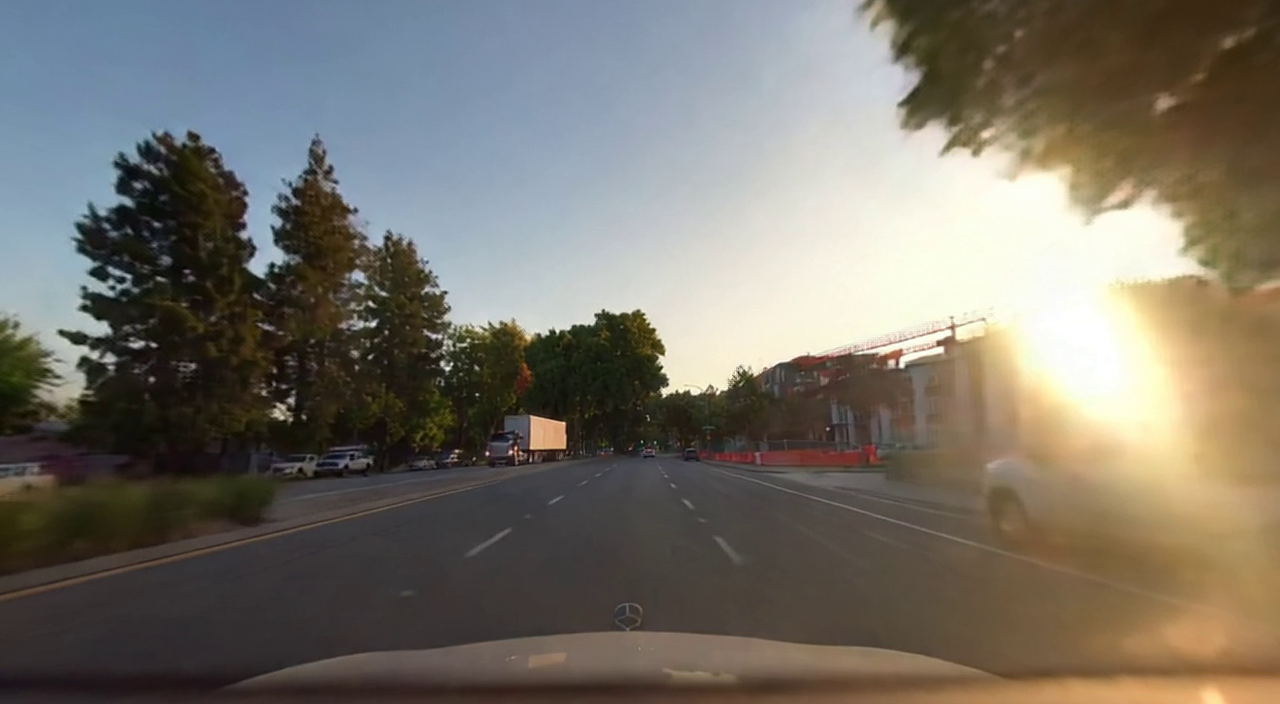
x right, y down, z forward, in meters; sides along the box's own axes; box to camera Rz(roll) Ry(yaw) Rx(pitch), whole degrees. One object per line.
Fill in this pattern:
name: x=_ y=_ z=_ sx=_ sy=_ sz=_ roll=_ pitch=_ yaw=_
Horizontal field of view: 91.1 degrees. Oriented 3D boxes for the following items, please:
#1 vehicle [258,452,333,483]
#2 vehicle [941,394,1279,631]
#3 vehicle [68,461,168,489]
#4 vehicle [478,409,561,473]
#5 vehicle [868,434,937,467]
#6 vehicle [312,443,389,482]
vehicle: x=-21.548 y=7.213 z=39.537 sx=2.168 sy=1.800 sz=4.603 roll=1 pitch=-9 yaw=-1
vehicle: x=6.452 y=1.668 z=7.489 sx=2.513 sy=1.890 sz=6.666 roll=0 pitch=-9 yaw=1
vehicle: x=-33.730 y=7.918 z=40.705 sx=1.848 sy=1.484 sz=4.574 roll=2 pitch=-8 yaw=16
vehicle: x=-7.336 y=5.682 z=39.826 sx=3.032 sy=3.524 sz=9.640 roll=0 pitch=-9 yaw=2
vehicle: x=16.379 y=6.205 z=39.536 sx=2.021 sy=1.835 sz=5.654 roll=2 pitch=-8 yaw=1
vehicle: x=-18.221 y=6.917 z=39.836 sx=2.154 sy=1.987 sz=5.836 roll=-5 pitch=-8 yaw=-1
